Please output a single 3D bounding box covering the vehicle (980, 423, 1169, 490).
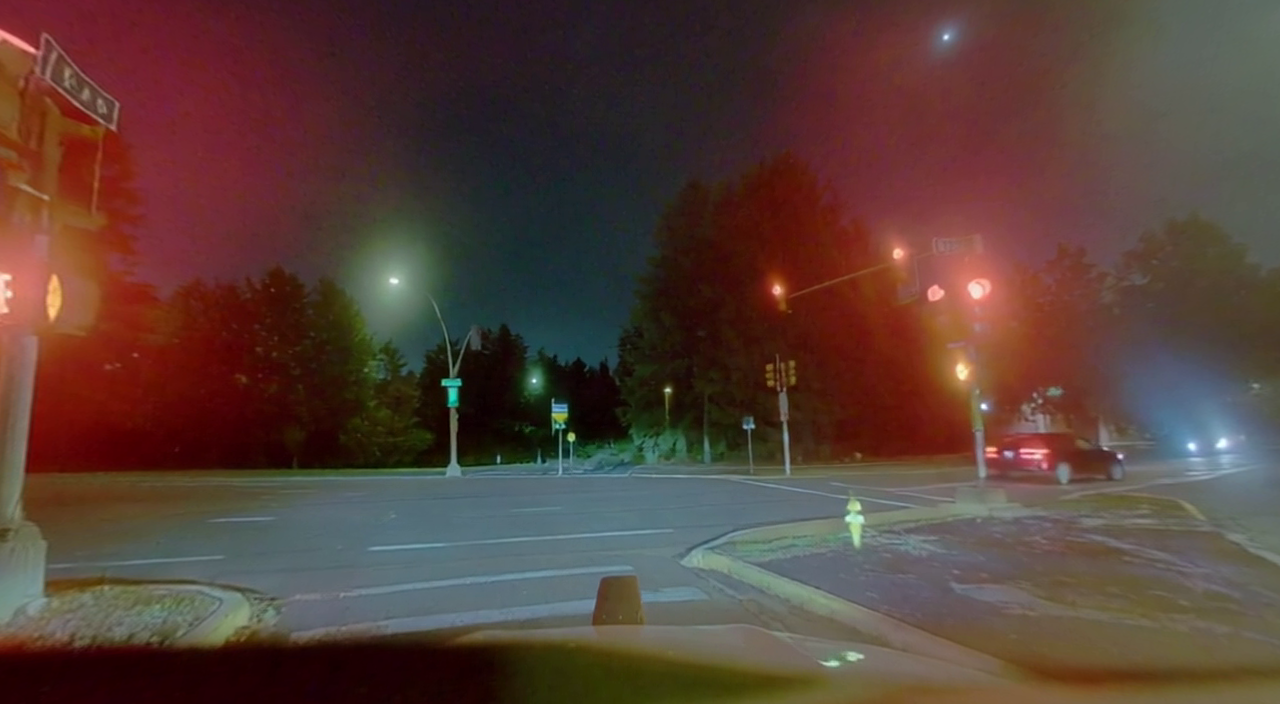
[{"bbox_3d":[11.755,2.777,17.106,4.545,1.602,2.014,4,-9,-24],"label":"vehicle"}]

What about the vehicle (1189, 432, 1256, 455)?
[{"bbox_3d":[42.777,6.687,46.371,4.483,1.605,2.025,4,-9,-27],"label":"vehicle"}]
